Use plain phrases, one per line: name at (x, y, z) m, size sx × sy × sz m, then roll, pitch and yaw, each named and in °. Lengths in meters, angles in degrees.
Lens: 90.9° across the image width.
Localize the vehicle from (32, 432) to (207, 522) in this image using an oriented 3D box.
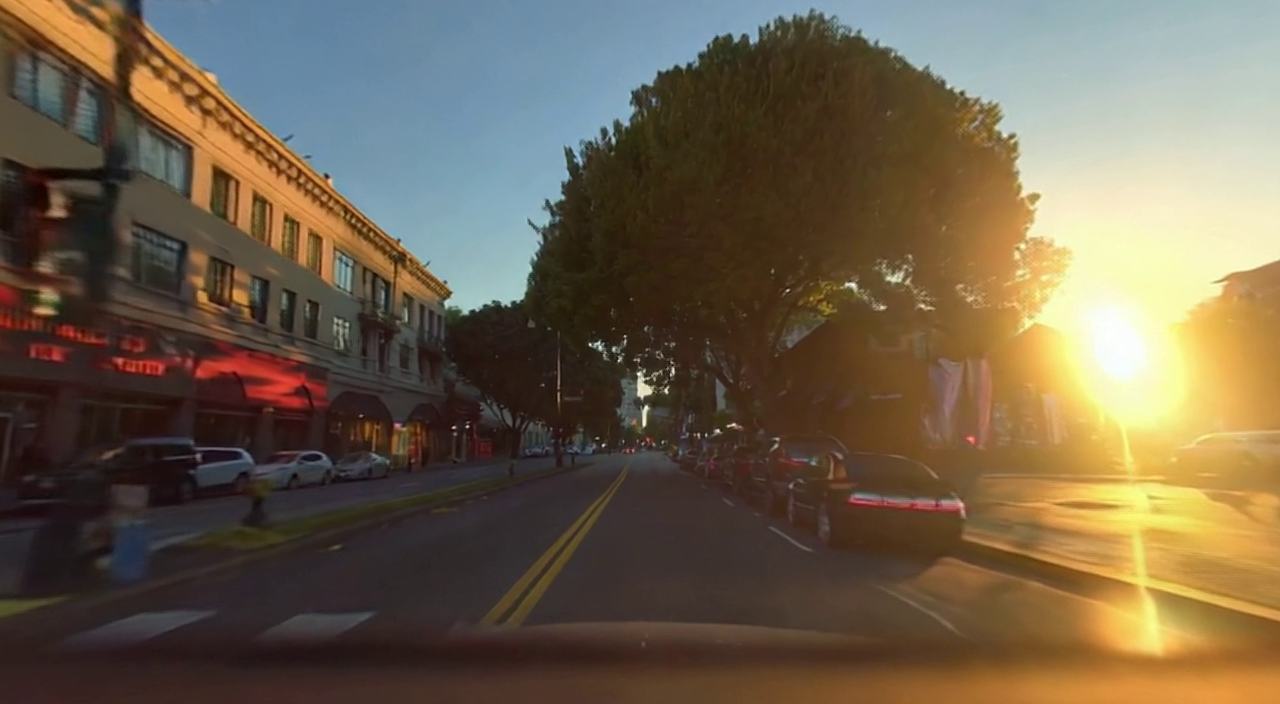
vehicle at (-12.445, 2.865, 14.996) m, size 4.447 × 1.790 × 2.206 m, roll -7°, pitch -11°, yaw 39°

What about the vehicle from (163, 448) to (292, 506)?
vehicle at (-12.176, 3.560, 18.500) m, size 4.379 × 1.480 × 1.956 m, roll -8°, pitch -12°, yaw 41°

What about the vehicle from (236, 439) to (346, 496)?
vehicle at (-12.575, 4.080, 22.604) m, size 4.606 × 1.809 × 1.961 m, roll -8°, pitch -12°, yaw 42°

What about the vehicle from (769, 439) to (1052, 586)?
vehicle at (3.357, 2.062, 9.019) m, size 2.120 × 1.560 × 4.402 m, roll 0°, pitch -9°, yaw 0°
